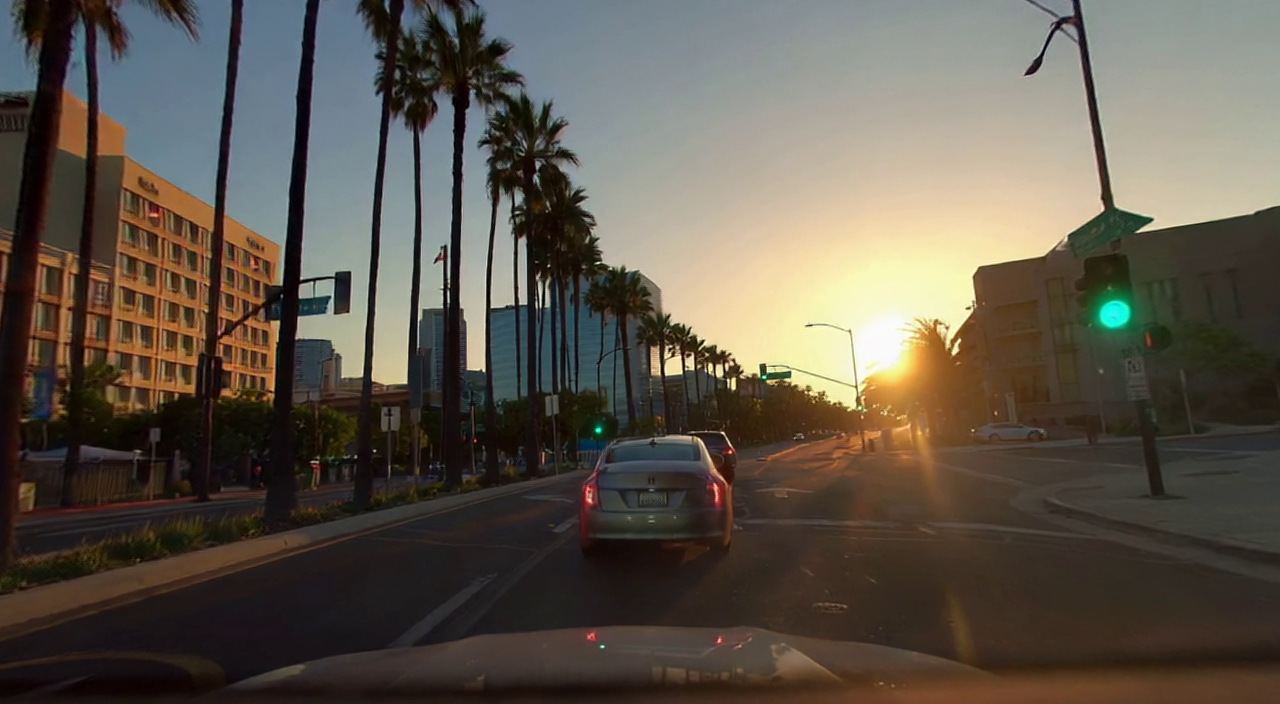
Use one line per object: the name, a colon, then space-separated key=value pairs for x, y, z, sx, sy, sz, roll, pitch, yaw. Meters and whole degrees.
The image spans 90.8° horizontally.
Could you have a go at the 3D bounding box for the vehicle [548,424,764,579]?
vehicle: x=0.189 y=1.768 z=8.260 sx=2.096 sy=1.492 sz=4.071 roll=0 pitch=-9 yaw=1
